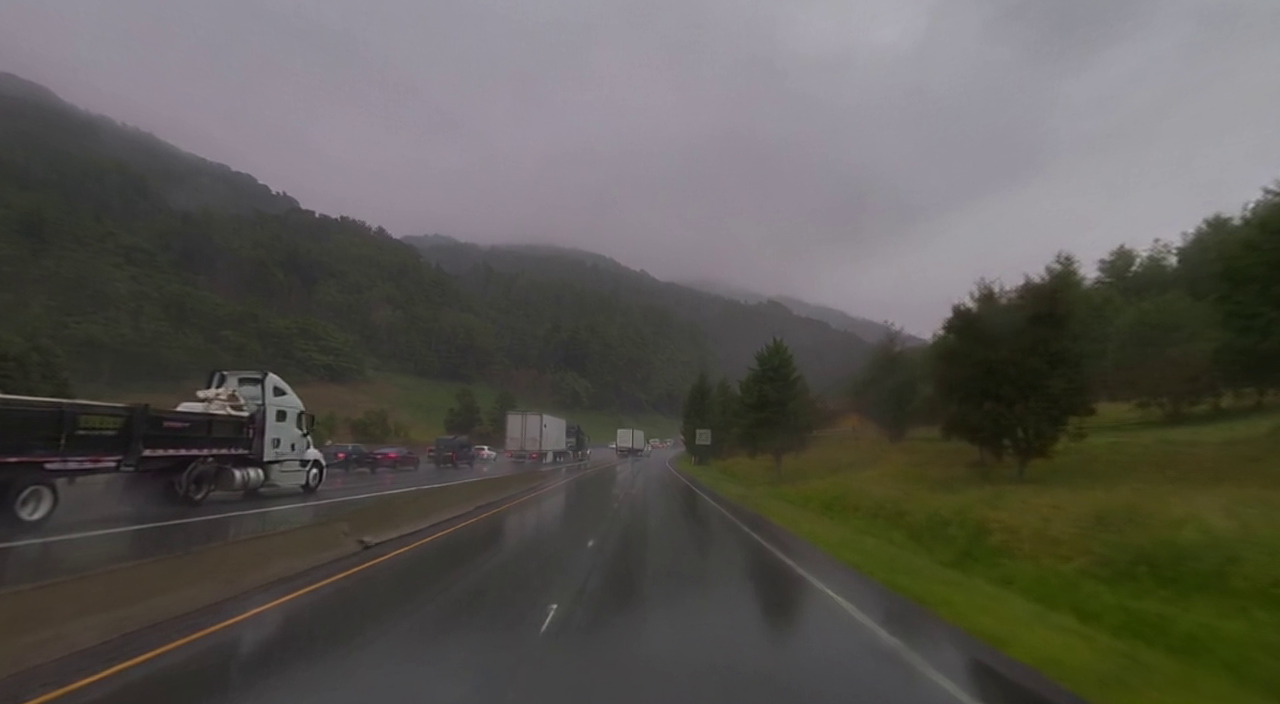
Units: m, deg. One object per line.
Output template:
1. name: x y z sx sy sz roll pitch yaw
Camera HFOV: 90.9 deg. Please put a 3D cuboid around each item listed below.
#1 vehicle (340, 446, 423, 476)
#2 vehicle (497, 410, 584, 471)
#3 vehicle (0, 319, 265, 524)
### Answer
1. vehicle: -13.795 5.858 34.017 1.925 1.493 4.864 -1 -9 7
2. vehicle: -7.235 6.990 49.014 2.848 4.067 14.314 -1 -9 7
3. vehicle: -12.701 1.397 12.243 2.745 3.617 11.590 -1 -9 6
